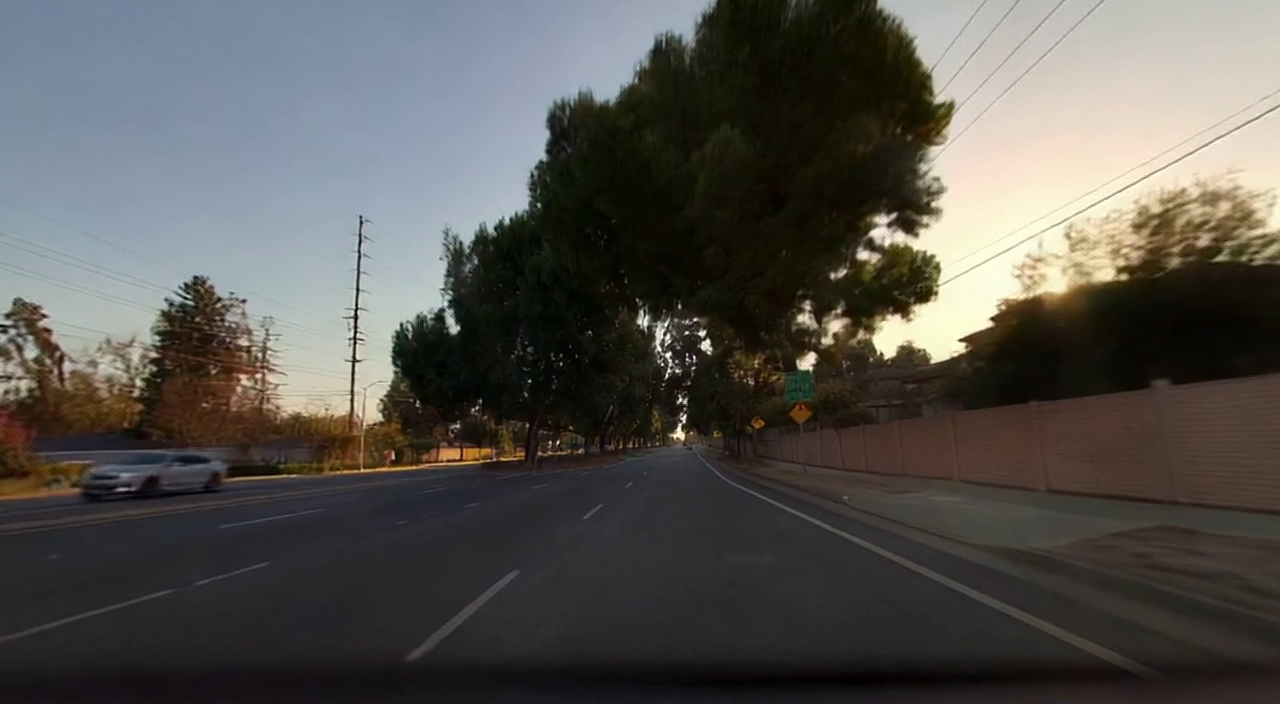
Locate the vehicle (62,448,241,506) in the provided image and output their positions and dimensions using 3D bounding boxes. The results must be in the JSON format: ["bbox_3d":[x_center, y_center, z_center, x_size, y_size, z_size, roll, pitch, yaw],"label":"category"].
[{"bbox_3d":[-14.549,3.701,19.233,1.887,1.478,4.471,0,-8,0],"label":"vehicle"}]
